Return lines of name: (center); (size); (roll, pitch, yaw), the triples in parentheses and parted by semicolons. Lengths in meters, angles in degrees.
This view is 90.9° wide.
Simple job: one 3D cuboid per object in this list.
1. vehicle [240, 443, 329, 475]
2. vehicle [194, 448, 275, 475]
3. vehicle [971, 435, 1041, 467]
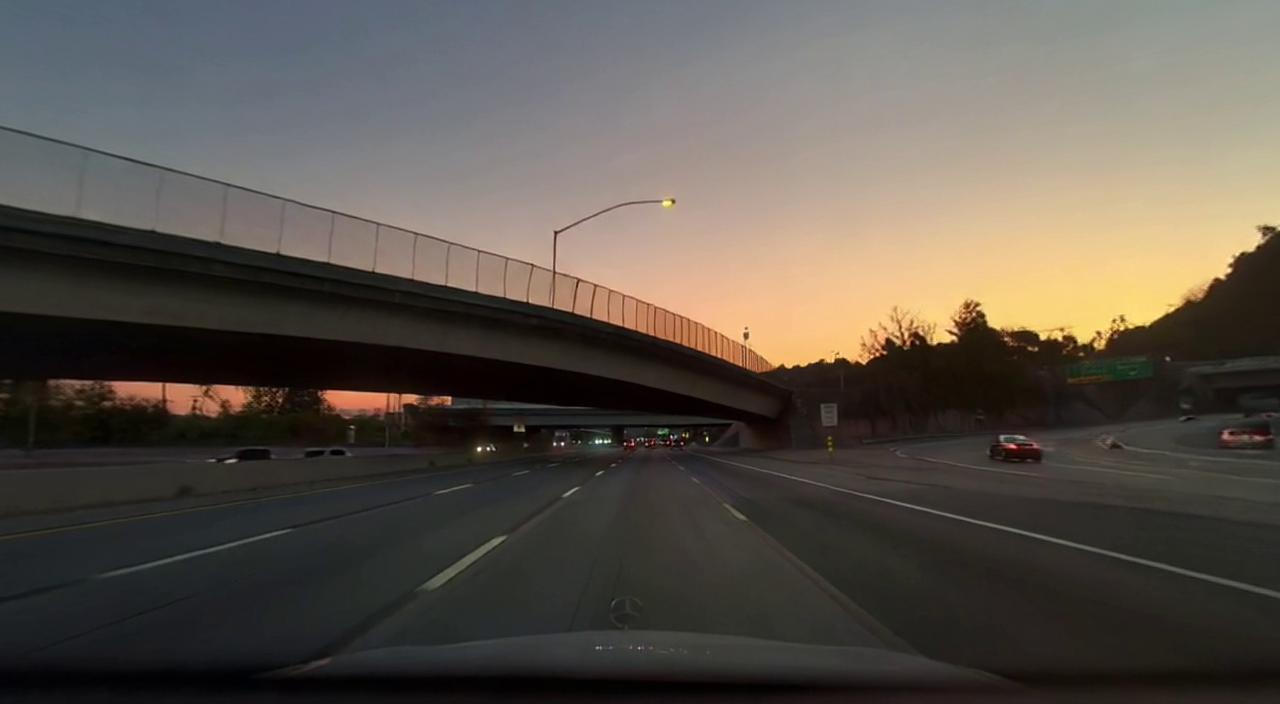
vehicle: (-18.245, 5.474, 32.601); (1.898, 1.498, 4.536); (0, -8, 1)
vehicle: (-25.319, 6.816, 39.526); (1.911, 1.546, 4.648); (0, -8, 1)
vehicle: (20.249, 5.496, 35.112); (2.039, 1.658, 4.457); (-2, -9, 12)
